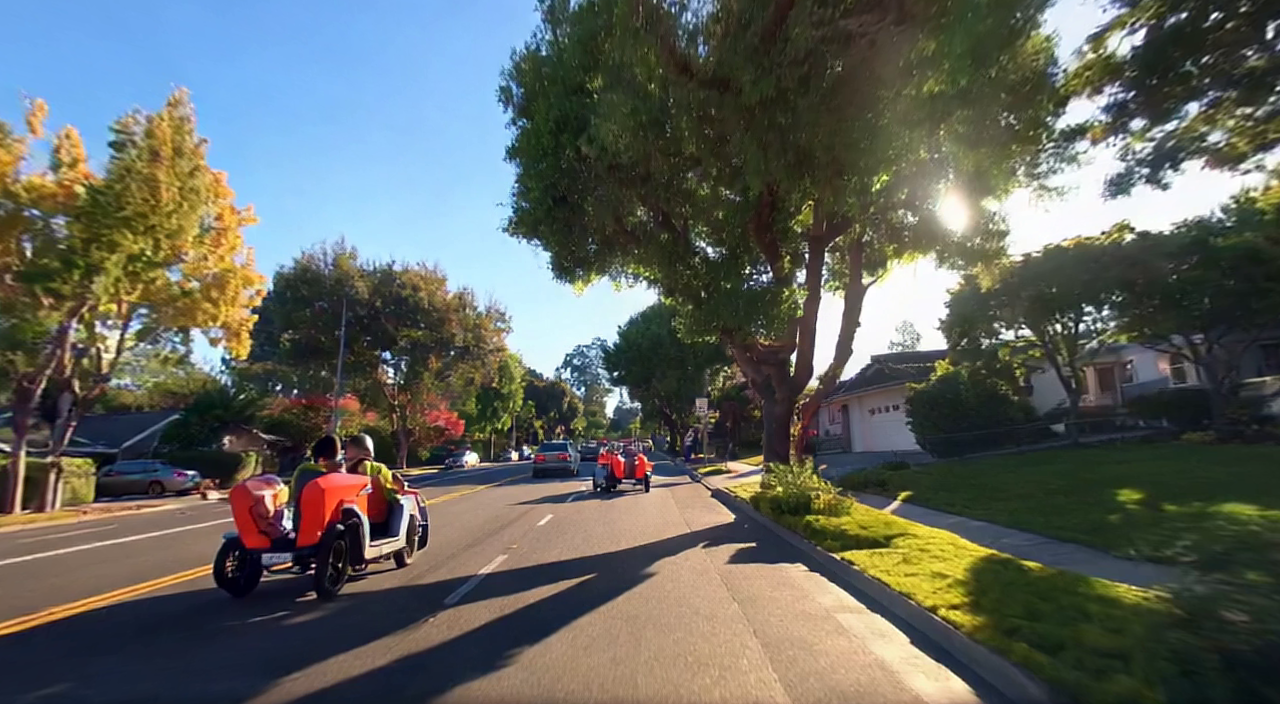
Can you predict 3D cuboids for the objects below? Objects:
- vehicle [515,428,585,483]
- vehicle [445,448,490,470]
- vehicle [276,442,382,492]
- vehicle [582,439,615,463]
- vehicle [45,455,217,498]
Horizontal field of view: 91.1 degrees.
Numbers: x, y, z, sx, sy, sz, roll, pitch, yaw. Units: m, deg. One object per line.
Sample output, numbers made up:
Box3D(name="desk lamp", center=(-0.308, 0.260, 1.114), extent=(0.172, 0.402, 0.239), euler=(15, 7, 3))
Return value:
Box3D(name="vehicle", center=(-3.168, 3.741, 22.936), extent=(1.908, 1.809, 4.230), euler=(0, -8, 1))
Box3D(name="vehicle", center=(-12.177, 7.599, 44.604), extent=(1.887, 1.469, 4.691), euler=(0, -9, -1))
Box3D(name="vehicle", center=(-12.360, 4.576, 25.361), extent=(1.928, 1.800, 4.632), euler=(0, -8, -1))
Box3D(name="vehicle", center=(-2.906, 7.028, 44.804), extent=(2.007, 1.615, 3.758), euler=(0, -8, 1))
Box3D(name="vehicle", center=(-18.825, 4.606, 23.395), extent=(4.635, 1.487, 1.969), euler=(0, -9, -1))
